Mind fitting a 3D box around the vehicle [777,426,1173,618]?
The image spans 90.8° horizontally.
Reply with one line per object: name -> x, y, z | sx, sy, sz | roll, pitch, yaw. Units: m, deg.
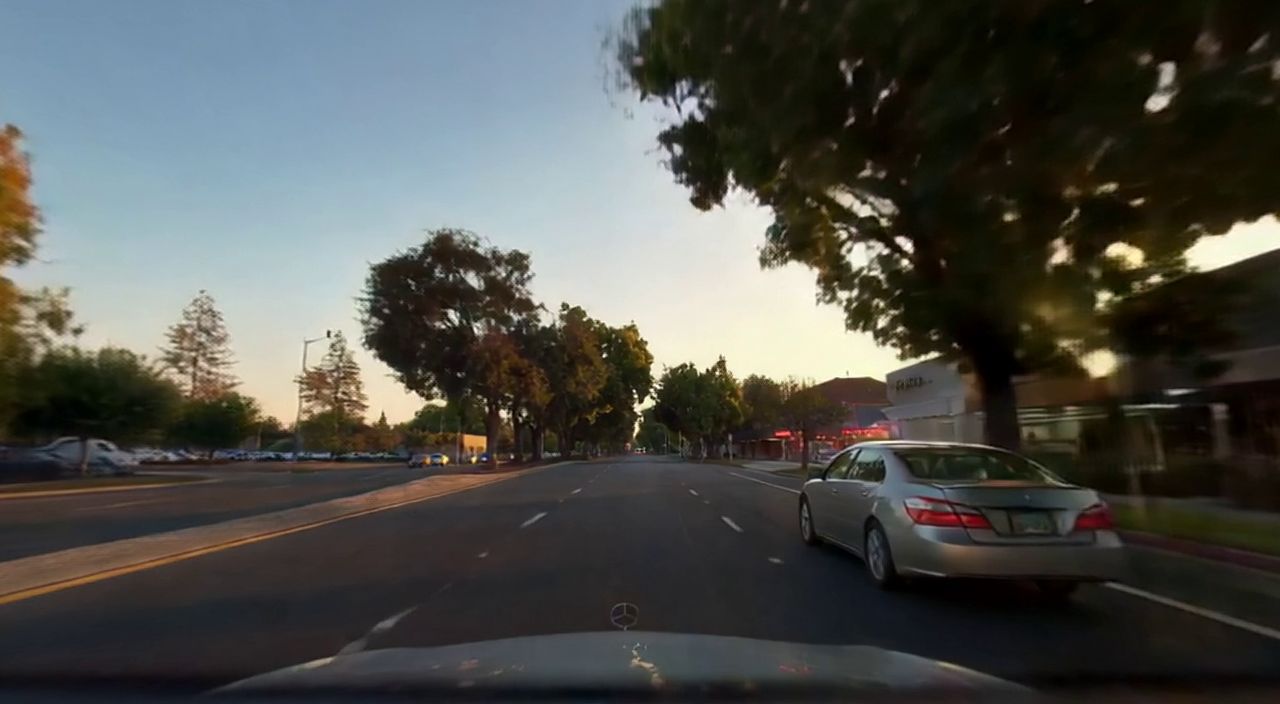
vehicle -> 3.139, 1.673, 7.295 | 2.004, 1.470, 4.544 | 0, -8, -1
